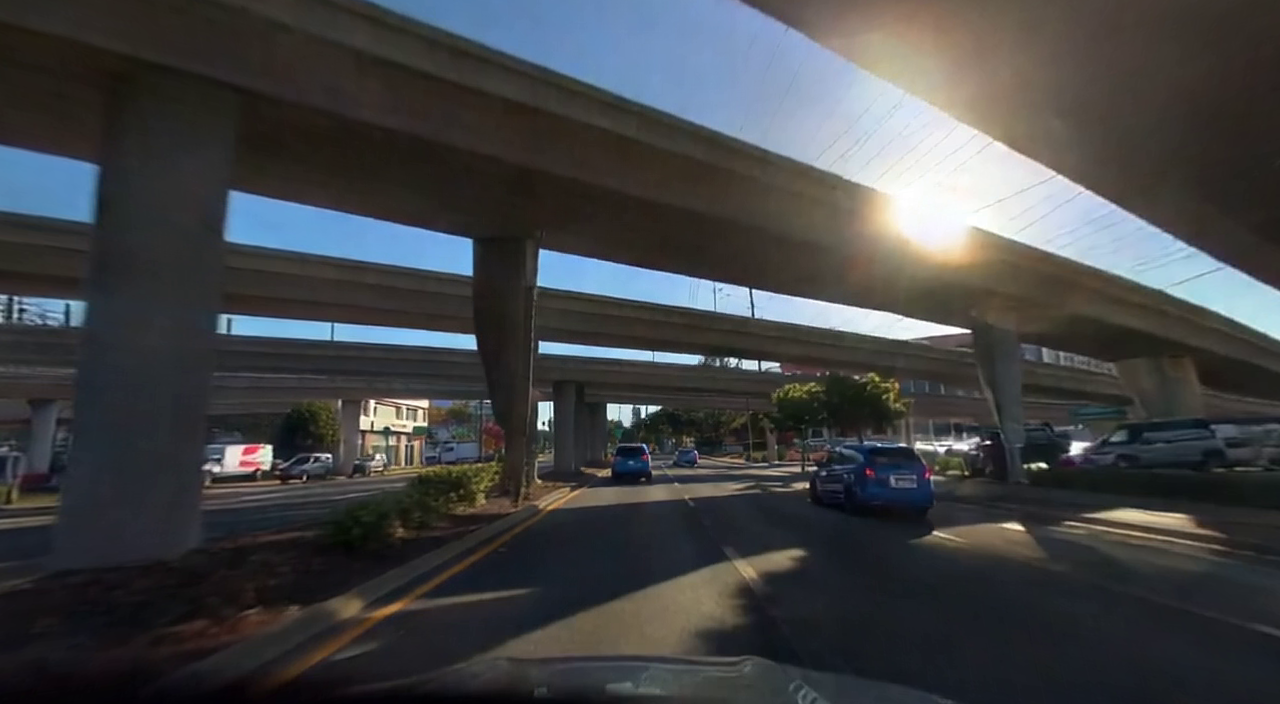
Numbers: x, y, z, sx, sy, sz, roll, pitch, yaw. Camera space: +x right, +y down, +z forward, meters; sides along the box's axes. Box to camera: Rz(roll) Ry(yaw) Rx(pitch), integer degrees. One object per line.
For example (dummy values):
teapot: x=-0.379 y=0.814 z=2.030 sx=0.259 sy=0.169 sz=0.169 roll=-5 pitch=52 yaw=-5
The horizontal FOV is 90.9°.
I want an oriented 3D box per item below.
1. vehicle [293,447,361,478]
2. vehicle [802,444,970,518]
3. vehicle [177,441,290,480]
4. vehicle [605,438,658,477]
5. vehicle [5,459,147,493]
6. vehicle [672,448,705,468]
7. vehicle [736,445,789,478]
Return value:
vehicle: x=-19.618 y=6.932 z=39.727 sx=1.989 sy=1.820 sz=4.427 roll=0 pitch=-9 yaw=-1
vehicle: x=5.582 y=2.963 z=15.091 sx=1.954 sy=1.479 sz=4.557 roll=0 pitch=-9 yaw=-3
vehicle: x=-25.271 y=6.769 z=39.692 sx=2.510 sy=2.180 sz=7.492 roll=0 pitch=-9 yaw=-4
vehicle: x=-0.379 y=5.251 z=31.588 sx=2.441 sy=1.813 sz=4.581 roll=0 pitch=-9 yaw=0
vehicle: x=-26.916 y=5.909 z=30.305 sx=4.582 sy=1.429 sz=1.962 roll=3 pitch=-9 yaw=-20
vehicle: x=3.627 y=7.988 z=47.707 sx=2.126 sy=1.375 sz=4.241 roll=0 pitch=-9 yaw=-1
vehicle: x=6.559 y=5.887 z=34.286 sx=1.974 sy=1.663 sz=4.299 roll=0 pitch=-9 yaw=-1
